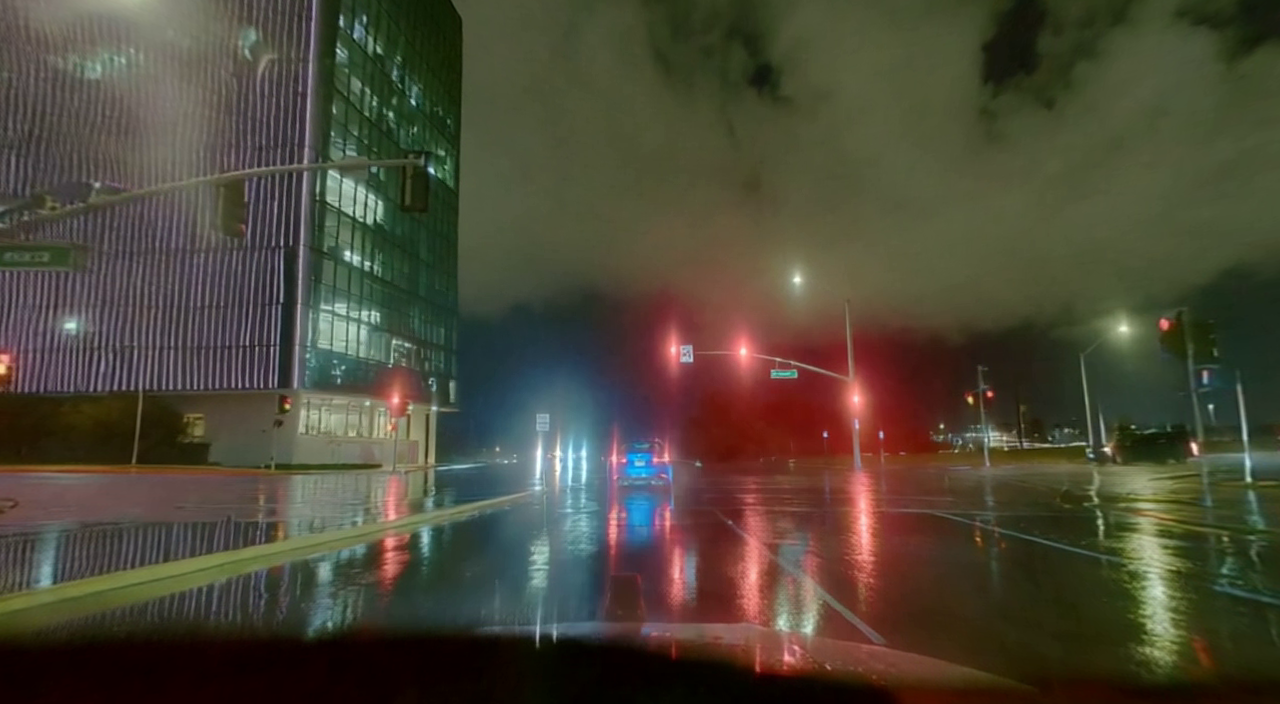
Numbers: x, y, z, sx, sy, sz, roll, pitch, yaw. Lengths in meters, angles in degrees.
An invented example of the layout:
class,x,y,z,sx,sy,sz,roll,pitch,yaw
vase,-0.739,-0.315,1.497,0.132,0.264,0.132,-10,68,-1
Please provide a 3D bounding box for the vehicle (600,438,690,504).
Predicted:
class,x,y,z,sx,sy,sz,roll,pitch,yaw
vehicle,0.002,3.124,16.979,2.014,1.525,4.197,1,-9,-5

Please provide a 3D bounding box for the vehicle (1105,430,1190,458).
class,x,y,z,sx,sy,sz,roll,pitch,yaw
vehicle,27.885,5.078,34.722,1.816,1.476,3.652,-1,-9,5

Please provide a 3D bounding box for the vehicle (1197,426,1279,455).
class,x,y,z,sx,sy,sz,roll,pitch,yaw
vehicle,33.091,4.857,34.527,1.798,1.480,3.684,0,-9,3

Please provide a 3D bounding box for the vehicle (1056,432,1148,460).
class,x,y,z,sx,sy,sz,roll,pitch,yaw
vehicle,25.560,5.241,35.074,2.021,1.484,4.454,-1,-9,5

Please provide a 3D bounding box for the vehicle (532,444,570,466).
class,x,y,z,sx,sy,sz,roll,pitch,yaw
vehicle,-6.698,7.814,47.815,2.113,1.535,4.504,0,-9,2
